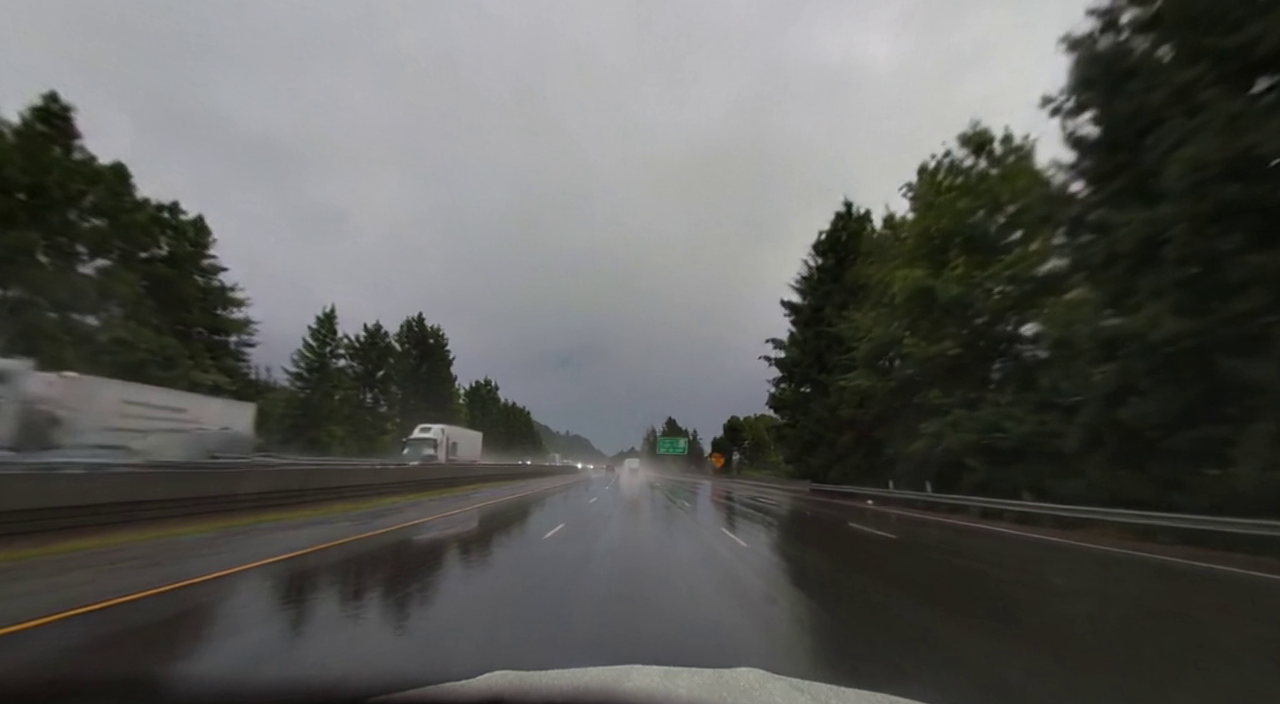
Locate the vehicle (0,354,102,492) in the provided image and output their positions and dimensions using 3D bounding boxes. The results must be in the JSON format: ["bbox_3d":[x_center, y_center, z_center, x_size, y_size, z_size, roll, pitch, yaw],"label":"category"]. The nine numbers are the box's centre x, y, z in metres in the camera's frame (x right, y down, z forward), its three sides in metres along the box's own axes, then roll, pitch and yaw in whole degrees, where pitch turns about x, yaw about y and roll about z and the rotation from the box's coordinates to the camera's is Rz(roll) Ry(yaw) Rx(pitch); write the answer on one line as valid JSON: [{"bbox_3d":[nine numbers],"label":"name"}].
[{"bbox_3d":[-19.715,2.054,18.155,2.969,3.859,5.793,1,-10,-1],"label":"vehicle"}]

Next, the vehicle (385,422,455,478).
[{"bbox_3d":[-16.288,7.404,47.208,2.975,3.883,5.859,1,-11,0],"label":"vehicle"}]

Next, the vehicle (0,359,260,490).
[{"bbox_3d":[-19.854,3.176,24.153,2.745,3.746,12.715,1,-10,-1],"label":"vehicle"}]
